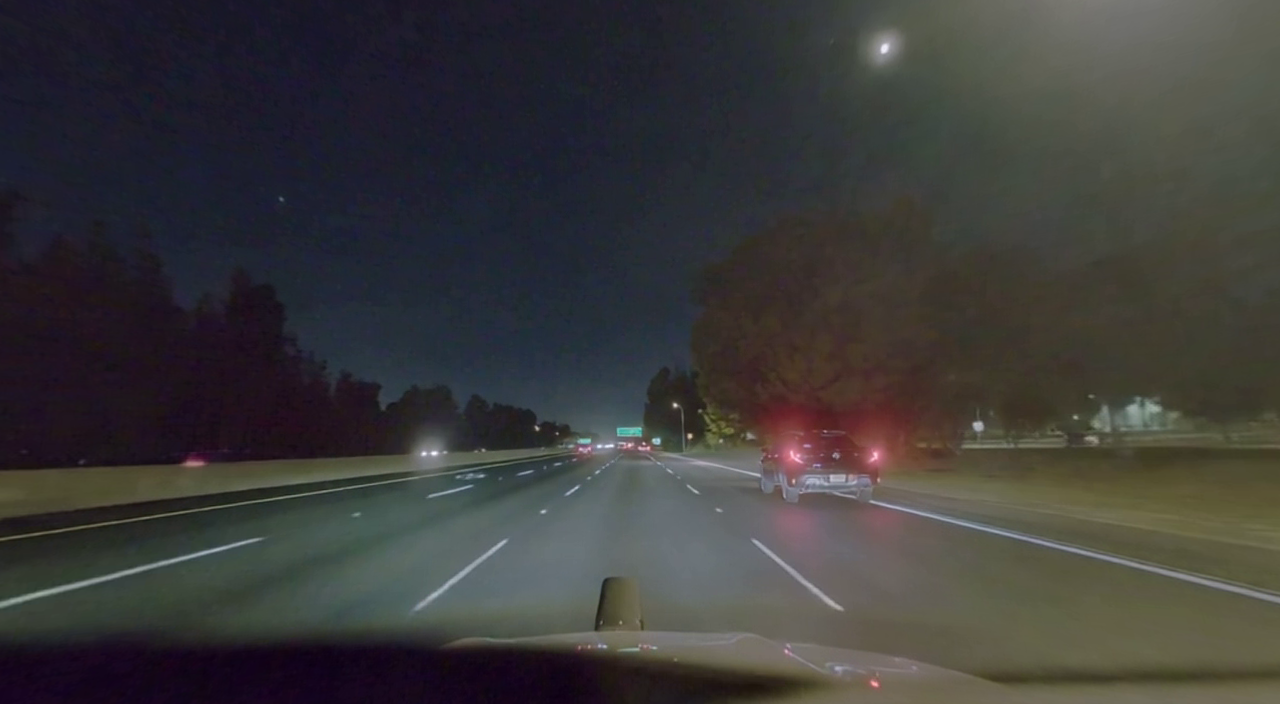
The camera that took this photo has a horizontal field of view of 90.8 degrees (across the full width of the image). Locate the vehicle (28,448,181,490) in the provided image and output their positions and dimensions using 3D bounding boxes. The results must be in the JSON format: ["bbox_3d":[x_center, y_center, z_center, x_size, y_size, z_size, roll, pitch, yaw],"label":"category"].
[{"bbox_3d":[-20.959,4.560,25.058,1.870,1.486,4.785,0,-8,0],"label":"vehicle"}]
